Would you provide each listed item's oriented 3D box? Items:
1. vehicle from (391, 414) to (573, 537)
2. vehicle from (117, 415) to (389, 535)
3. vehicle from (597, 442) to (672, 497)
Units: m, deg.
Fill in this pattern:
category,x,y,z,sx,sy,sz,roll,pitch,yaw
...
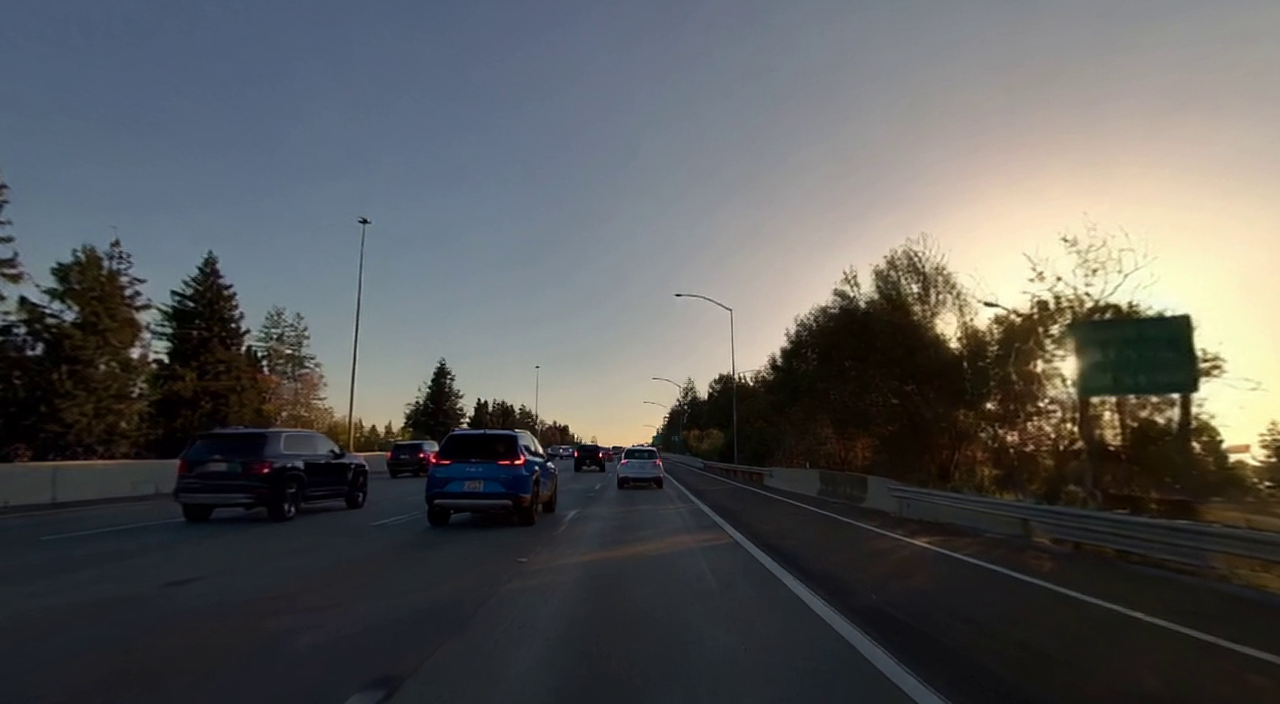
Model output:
category,x,y,z,sx,sy,sz,roll,pitch,yaw
vehicle,-2.556,2.144,11.421,2.123,1.798,4.108,0,-9,1
vehicle,-6.909,2.249,12.067,2.162,1.823,4.566,0,-9,2
vehicle,-0.170,3.569,19.483,2.068,1.488,4.045,0,-9,0
